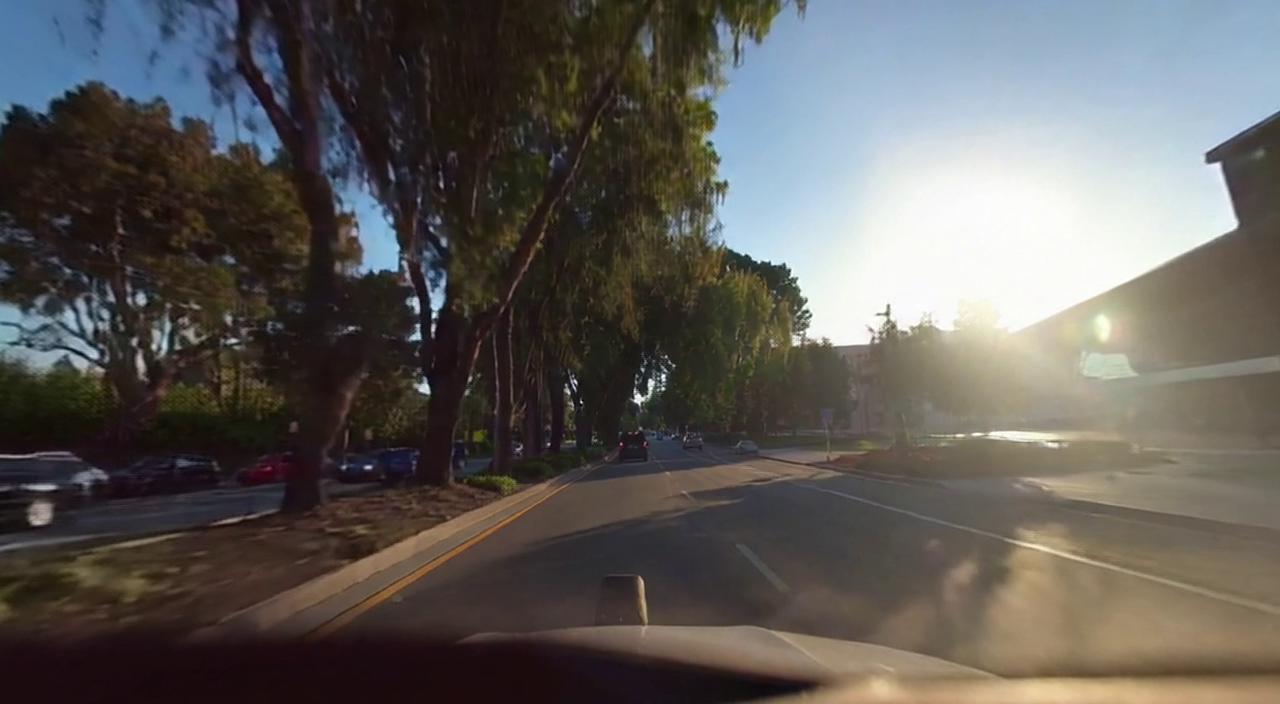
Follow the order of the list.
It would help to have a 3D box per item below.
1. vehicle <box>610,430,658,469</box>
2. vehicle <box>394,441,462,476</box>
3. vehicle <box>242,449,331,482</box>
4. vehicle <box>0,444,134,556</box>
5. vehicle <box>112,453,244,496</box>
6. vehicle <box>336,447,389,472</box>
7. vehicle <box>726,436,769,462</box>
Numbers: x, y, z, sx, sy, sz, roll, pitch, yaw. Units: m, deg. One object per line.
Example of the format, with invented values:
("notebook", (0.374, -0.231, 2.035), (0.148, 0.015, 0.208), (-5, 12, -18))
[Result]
("vehicle", (-0.356, 5.302, 34.530), (2.411, 1.937, 5.186), (0, -8, -1))
("vehicle", (-11.063, 5.551, 33.325), (1.994, 1.678, 4.605), (0, -8, -1))
("vehicle", (-18.090, 5.804, 32.626), (1.876, 1.494, 4.662), (0, -8, 0))
("vehicle", (-9.281, 1.937, 8.323), (1.950, 1.438, 4.343), (1, -8, -6))
("vehicle", (-18.102, 4.789, 25.082), (1.825, 1.453, 4.481), (0, -8, 0))
("vehicle", (-17.956, 6.934, 41.055), (1.773, 1.510, 3.608), (0, -8, -1))
("vehicle", (7.798, 7.110, 46.493), (2.364, 1.781, 4.854), (0, -8, 1))
